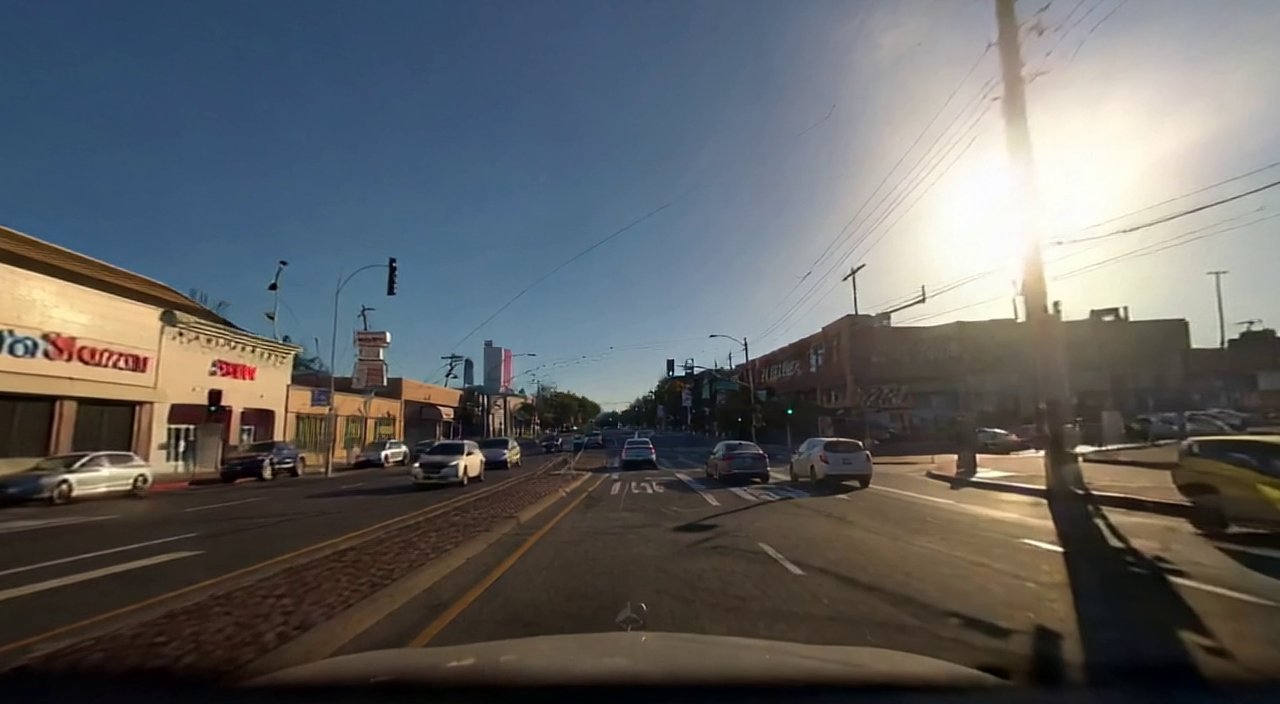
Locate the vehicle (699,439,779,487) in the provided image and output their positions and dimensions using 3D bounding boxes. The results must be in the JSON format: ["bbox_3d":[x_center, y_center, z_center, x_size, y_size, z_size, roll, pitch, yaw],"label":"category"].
[{"bbox_3d":[3.310,3.790,21.945,1.963,1.484,4.609,0,-8,-1],"label":"vehicle"}]

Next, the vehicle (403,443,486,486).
[{"bbox_3d":[-7.550,4.356,24.818,2.102,1.496,4.465,0,-8,-4],"label":"vehicle"}]

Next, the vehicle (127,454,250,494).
[{"bbox_3d":[-18.751,5.048,26.480,1.843,1.468,4.475,-1,-8,0],"label":"vehicle"}]

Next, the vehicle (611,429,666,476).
[{"bbox_3d":[-0.022,4.384,27.583,2.210,1.861,4.280,0,-8,1],"label":"vehicle"}]

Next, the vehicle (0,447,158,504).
[{"bbox_3d":[-19.120,4.190,21.337,2.062,1.634,4.535,-2,-11,-1],"label":"vehicle"}]

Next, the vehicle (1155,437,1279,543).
[{"bbox_3d":[10.202,2.032,9.000,1.845,1.454,4.620,0,-6,0],"label":"vehicle"}]

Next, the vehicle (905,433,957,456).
[{"bbox_3d":[22.924,7.261,49.873,1.904,1.712,4.552,0,-7,-1],"label":"vehicle"}]

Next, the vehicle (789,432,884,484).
[{"bbox_3d":[7.073,3.859,23.230,2.040,1.738,4.414,0,-8,-1],"label":"vehicle"}]

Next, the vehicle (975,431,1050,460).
[{"bbox_3d":[22.178,5.642,37.714,1.988,1.632,4.181,0,-9,2],"label":"vehicle"}]

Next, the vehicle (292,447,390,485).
[{"bbox_3d":[-12.689,4.852,27.123,1.887,1.453,4.696,0,-8,0],"label":"vehicle"}]

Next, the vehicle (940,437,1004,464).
[{"bbox_3d":[19.845,5.881,37.842,1.807,1.491,3.858,-1,-8,2],"label":"vehicle"}]
